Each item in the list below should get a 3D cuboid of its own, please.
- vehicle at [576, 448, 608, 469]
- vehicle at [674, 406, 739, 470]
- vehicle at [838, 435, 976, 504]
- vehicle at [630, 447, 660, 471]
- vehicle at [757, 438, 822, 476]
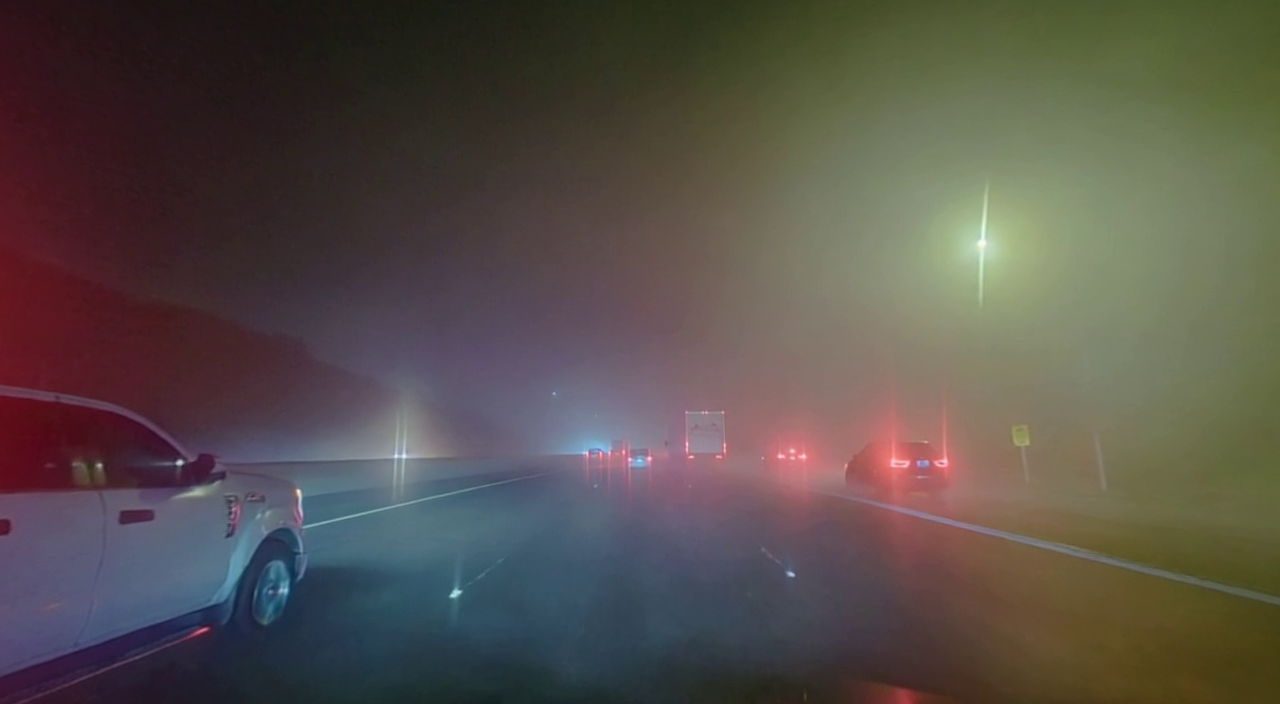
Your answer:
[{"bbox_3d":[-3.592,8.058,47.913,2.132,1.506,4.256,0,-9,0],"label":"vehicle"},{"bbox_3d":[4.049,5.699,41.318,3.130,3.607,11.129,0,-9,0],"label":"vehicle"},{"bbox_3d":[7.299,3.239,17.813,2.044,1.676,4.421,0,-9,1],"label":"vehicle"},{"bbox_3d":[0.329,6.908,40.864,1.866,1.492,3.932,0,-9,0],"label":"vehicle"},{"bbox_3d":[7.586,5.364,32.446,2.143,1.775,4.729,0,-9,0],"label":"vehicle"}]
